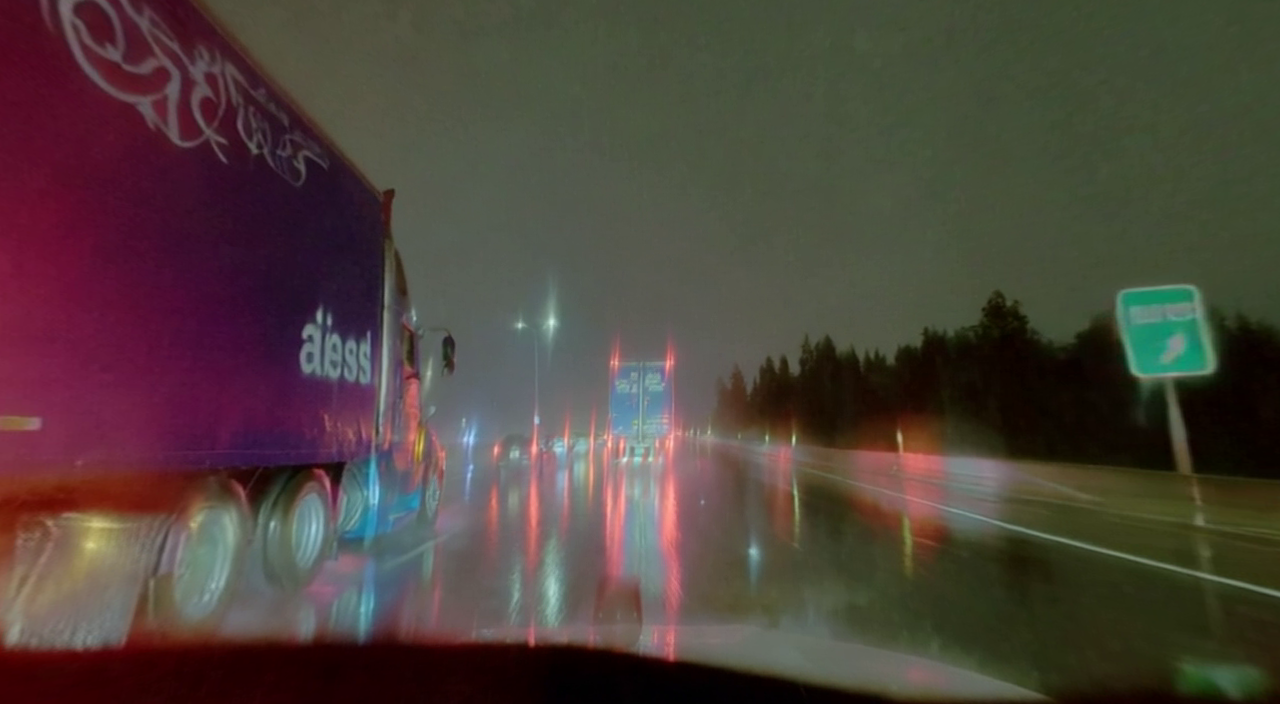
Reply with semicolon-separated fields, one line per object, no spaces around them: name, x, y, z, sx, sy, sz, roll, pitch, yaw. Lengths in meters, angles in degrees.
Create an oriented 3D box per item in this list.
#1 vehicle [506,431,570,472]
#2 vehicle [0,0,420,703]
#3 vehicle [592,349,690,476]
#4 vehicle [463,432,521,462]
vehicle;-3.918;3.869;24.779;1.933;1.492;3.838;0;-8;0
vehicle;-4.143;-0.055;4.728;3.007;4.031;6.044;1;-7;-4
vehicle;-0.133;2.635;25.657;3.118;4.106;10.719;0;-8;-2
vehicle;-7.663;4.944;32.962;2.001;1.468;4.163;0;-8;0
